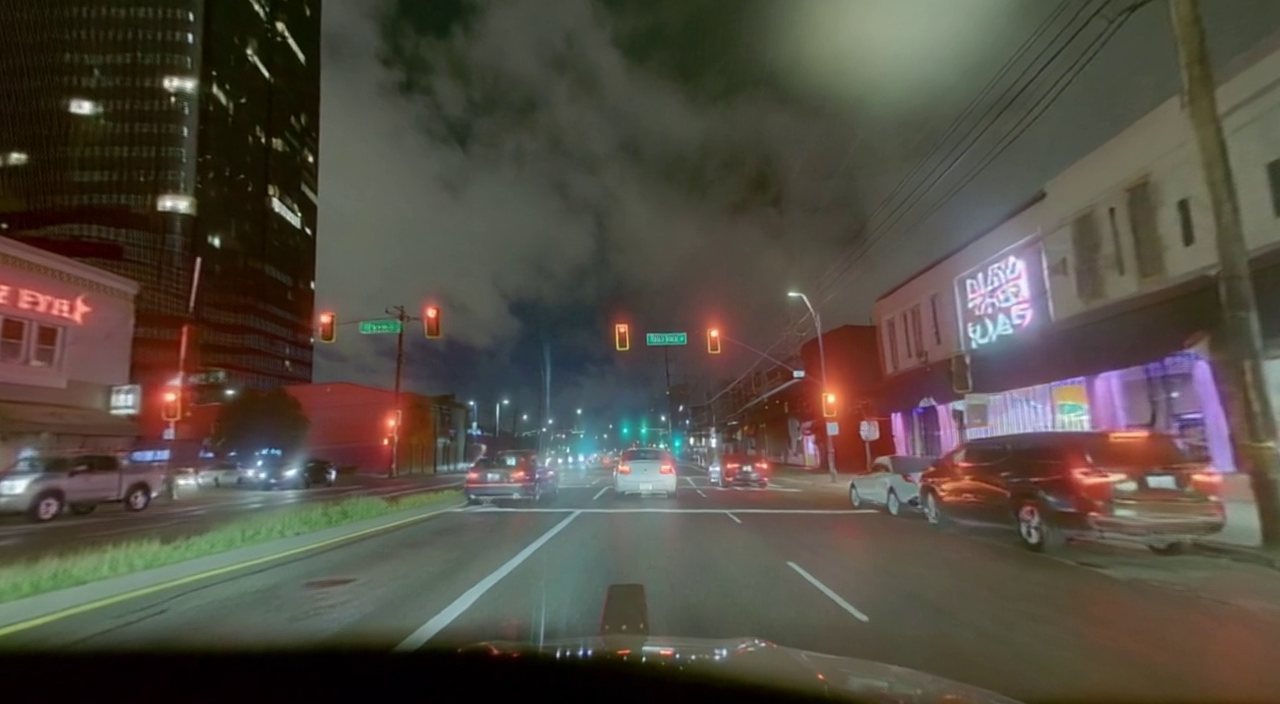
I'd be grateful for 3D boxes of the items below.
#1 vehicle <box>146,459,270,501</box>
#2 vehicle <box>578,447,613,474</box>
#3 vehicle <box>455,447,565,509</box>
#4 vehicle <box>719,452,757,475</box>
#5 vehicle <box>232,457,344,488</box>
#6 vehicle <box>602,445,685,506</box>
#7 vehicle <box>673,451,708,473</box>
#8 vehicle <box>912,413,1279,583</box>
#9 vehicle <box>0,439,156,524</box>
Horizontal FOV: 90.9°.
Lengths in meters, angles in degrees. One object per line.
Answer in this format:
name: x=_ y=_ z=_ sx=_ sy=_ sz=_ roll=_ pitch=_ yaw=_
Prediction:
vehicle: x=-17.234 y=5.116 z=25.479 sx=1.774 sy=1.436 sz=4.473 roll=0 pitch=-9 yaw=1
vehicle: x=-2.985 y=7.383 z=43.238 sx=2.007 sy=1.736 sz=4.185 roll=0 pitch=-9 yaw=1
vehicle: x=-3.360 y=3.346 z=17.217 sx=1.950 sy=1.450 sz=4.257 roll=0 pitch=-9 yaw=2
vehicle: x=6.861 y=7.801 z=44.401 sx=1.944 sy=1.462 sz=4.406 roll=0 pitch=-9 yaw=0
vehicle: x=-19.111 y=6.497 z=34.254 sx=5.163 sy=1.510 sz=2.174 roll=-3 pitch=-9 yaw=16
vehicle: x=0.082 y=3.381 z=17.725 sx=2.037 sy=1.484 sz=4.073 roll=0 pitch=-9 yaw=0
vehicle: x=3.523 y=7.744 z=44.668 sx=2.047 sy=1.463 sz=4.514 roll=0 pitch=-9 yaw=0
vehicle: x=6.511 y=2.032 z=9.758 sx=2.289 sy=1.867 sz=5.322 roll=0 pitch=-9 yaw=1
vehicle: x=-15.821 y=3.472 z=17.666 sx=2.239 sy=1.963 sz=5.779 roll=4 pitch=-9 yaw=-25
